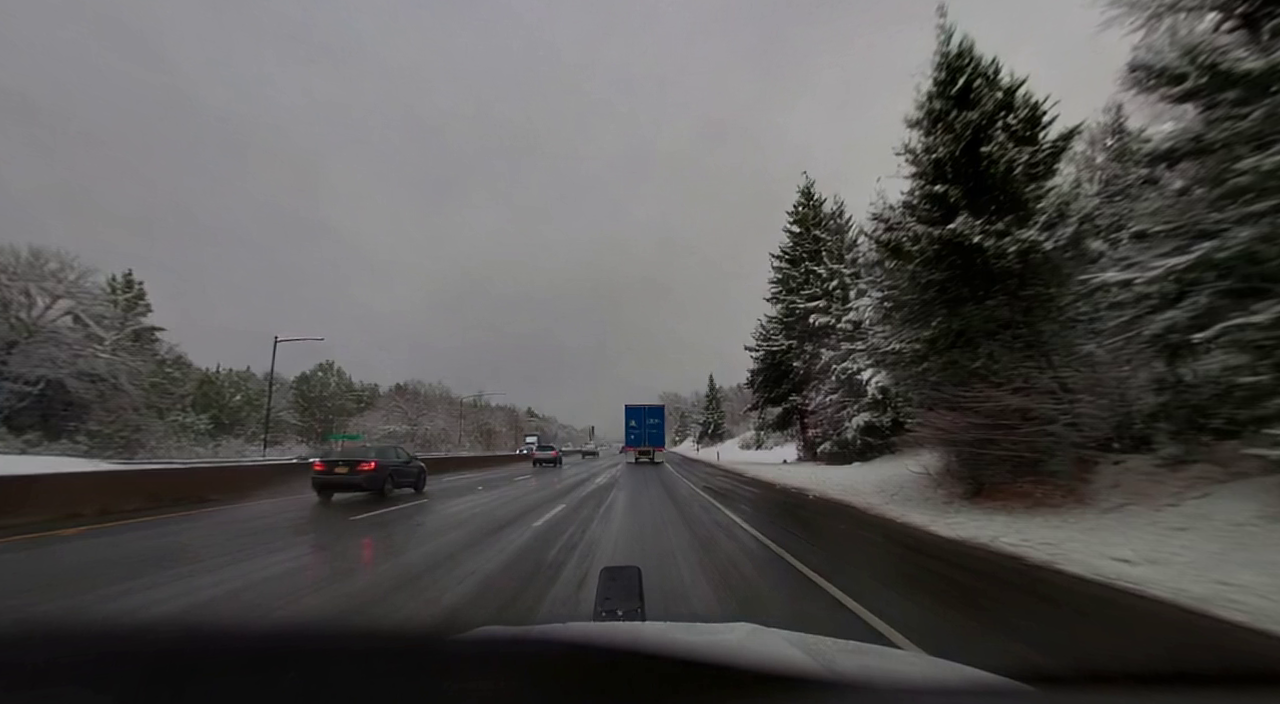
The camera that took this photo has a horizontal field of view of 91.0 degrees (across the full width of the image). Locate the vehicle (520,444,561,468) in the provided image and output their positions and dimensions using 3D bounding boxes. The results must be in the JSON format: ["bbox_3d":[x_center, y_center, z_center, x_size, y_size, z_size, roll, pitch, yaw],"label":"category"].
[{"bbox_3d":[-6.835,7.200,43.654,2.050,1.540,4.766,0,-9,0],"label":"vehicle"}]

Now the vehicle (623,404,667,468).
[{"bbox_3d":[0.323,6.605,48.665,2.918,4.124,14.567,0,-9,0],"label":"vehicle"}]

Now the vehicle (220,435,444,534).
[{"bbox_3d":[-5.576,2.442,12.306,2.017,1.517,4.766,0,-9,-1],"label":"vehicle"}]
